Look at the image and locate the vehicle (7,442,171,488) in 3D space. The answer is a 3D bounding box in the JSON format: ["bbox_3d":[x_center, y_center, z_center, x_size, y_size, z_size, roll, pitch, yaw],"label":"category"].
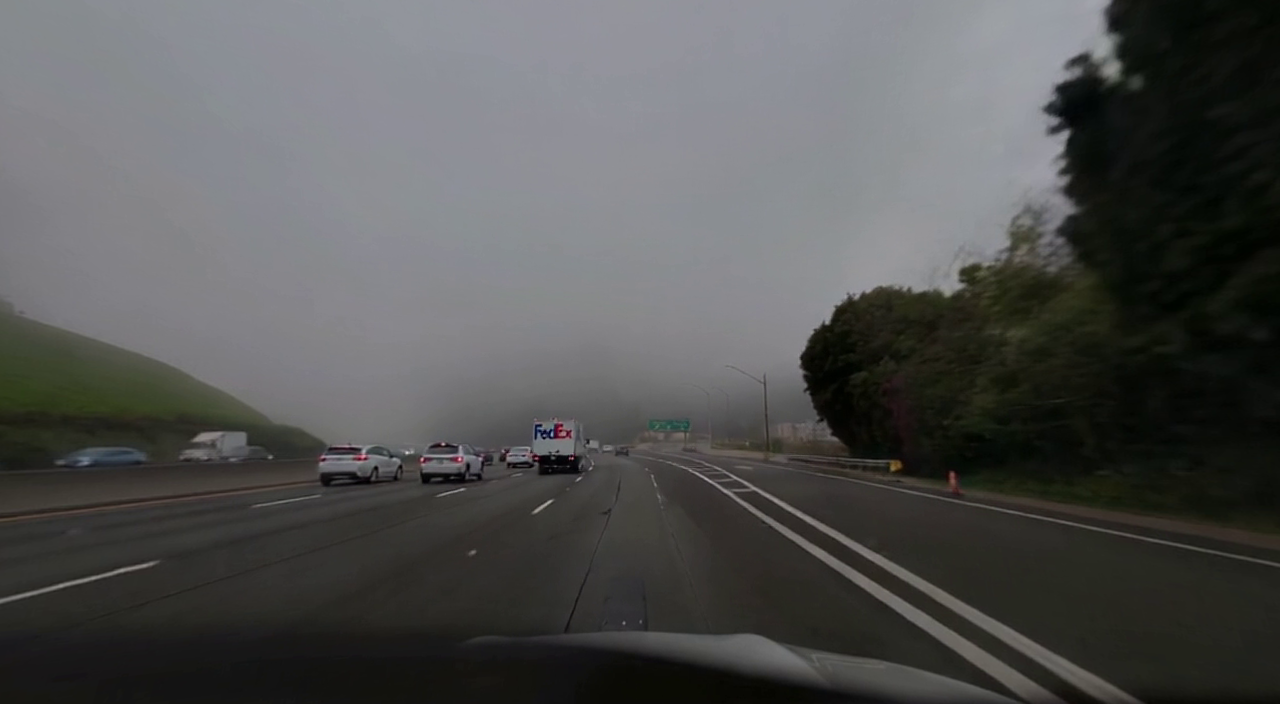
[{"bbox_3d":[-20.547,4.204,23.872,2.002,1.540,4.662,0,-8,0],"label":"vehicle"}]

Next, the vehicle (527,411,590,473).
[{"bbox_3d":[-4.534,5.237,36.584,2.798,3.212,7.573,0,-8,-1],"label":"vehicle"}]

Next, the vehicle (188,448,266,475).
[{"bbox_3d":[-24.926,6.587,38.258,1.817,1.457,4.305,1,-8,-1],"label":"vehicle"}]

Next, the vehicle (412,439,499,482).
[{"bbox_3d":[-8.165,4.849,28.555,2.461,1.767,4.991,0,-8,0],"label":"vehicle"}]

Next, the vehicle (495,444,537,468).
[{"bbox_3d":[-8.794,7.403,45.138,2.143,1.628,4.559,0,-8,-1],"label":"vehicle"}]

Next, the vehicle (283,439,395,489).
[{"bbox_3d":[-11.903,4.432,25.359,2.188,1.784,4.724,0,-8,-1],"label":"vehicle"}]
